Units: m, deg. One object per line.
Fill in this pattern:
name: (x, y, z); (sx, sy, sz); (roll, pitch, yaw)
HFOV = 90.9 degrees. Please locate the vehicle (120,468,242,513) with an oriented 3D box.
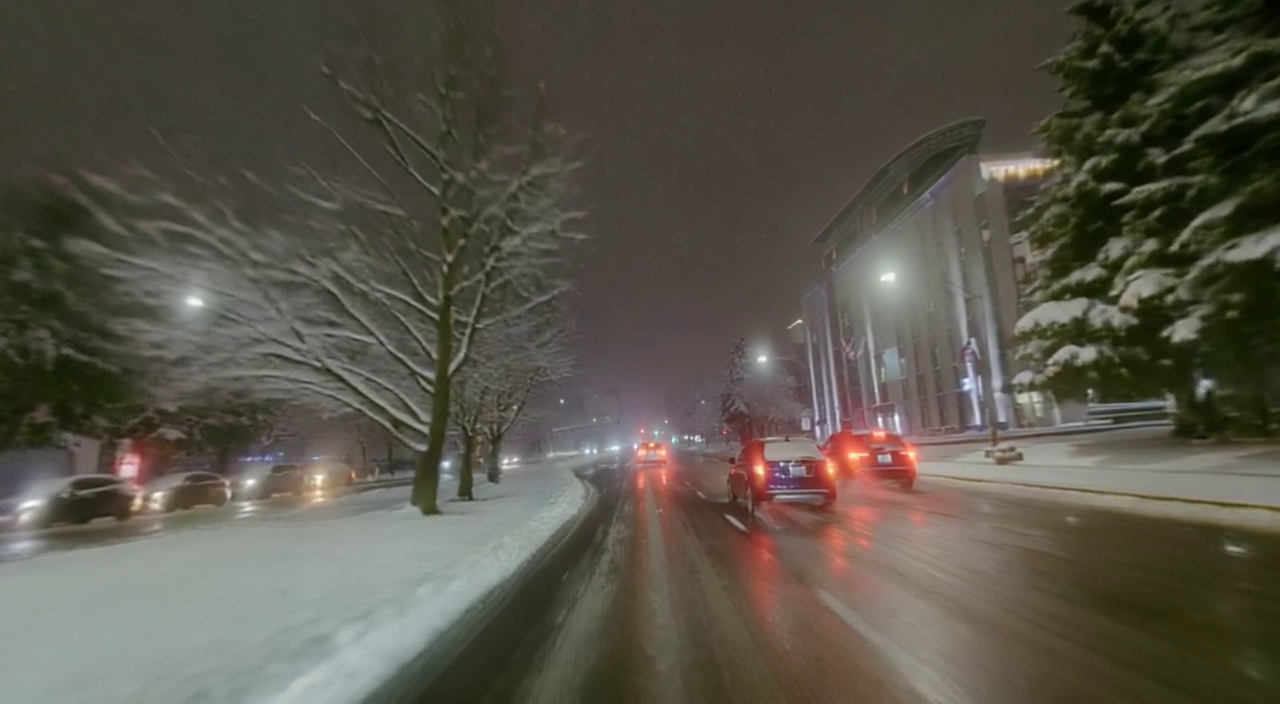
vehicle: (-18.627, 5.598, 25.839); (1.786, 1.523, 4.309); (0, -8, -1)

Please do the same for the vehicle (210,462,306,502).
vehicle: (-18.762, 6.358, 31.234); (2.049, 1.678, 4.376); (0, -8, -1)

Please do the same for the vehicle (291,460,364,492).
vehicle: (-18.545, 7.344, 37.662); (1.956, 1.647, 4.643); (0, -8, 1)

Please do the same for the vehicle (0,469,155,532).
vehicle: (-18.617, 4.731, 20.570); (1.853, 1.614, 4.514); (-1, -8, 2)

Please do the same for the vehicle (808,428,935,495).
vehicle: (6.858, 3.283, 19.305); (1.963, 1.783, 4.722); (0, -8, -1)

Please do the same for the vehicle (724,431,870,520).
vehicle: (3.170, 2.588, 13.855); (1.931, 1.591, 4.708); (0, -8, -1)

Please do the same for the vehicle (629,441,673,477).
vehicle: (0.488, 5.382, 31.994); (2.125, 1.669, 3.880); (0, -8, -1)
